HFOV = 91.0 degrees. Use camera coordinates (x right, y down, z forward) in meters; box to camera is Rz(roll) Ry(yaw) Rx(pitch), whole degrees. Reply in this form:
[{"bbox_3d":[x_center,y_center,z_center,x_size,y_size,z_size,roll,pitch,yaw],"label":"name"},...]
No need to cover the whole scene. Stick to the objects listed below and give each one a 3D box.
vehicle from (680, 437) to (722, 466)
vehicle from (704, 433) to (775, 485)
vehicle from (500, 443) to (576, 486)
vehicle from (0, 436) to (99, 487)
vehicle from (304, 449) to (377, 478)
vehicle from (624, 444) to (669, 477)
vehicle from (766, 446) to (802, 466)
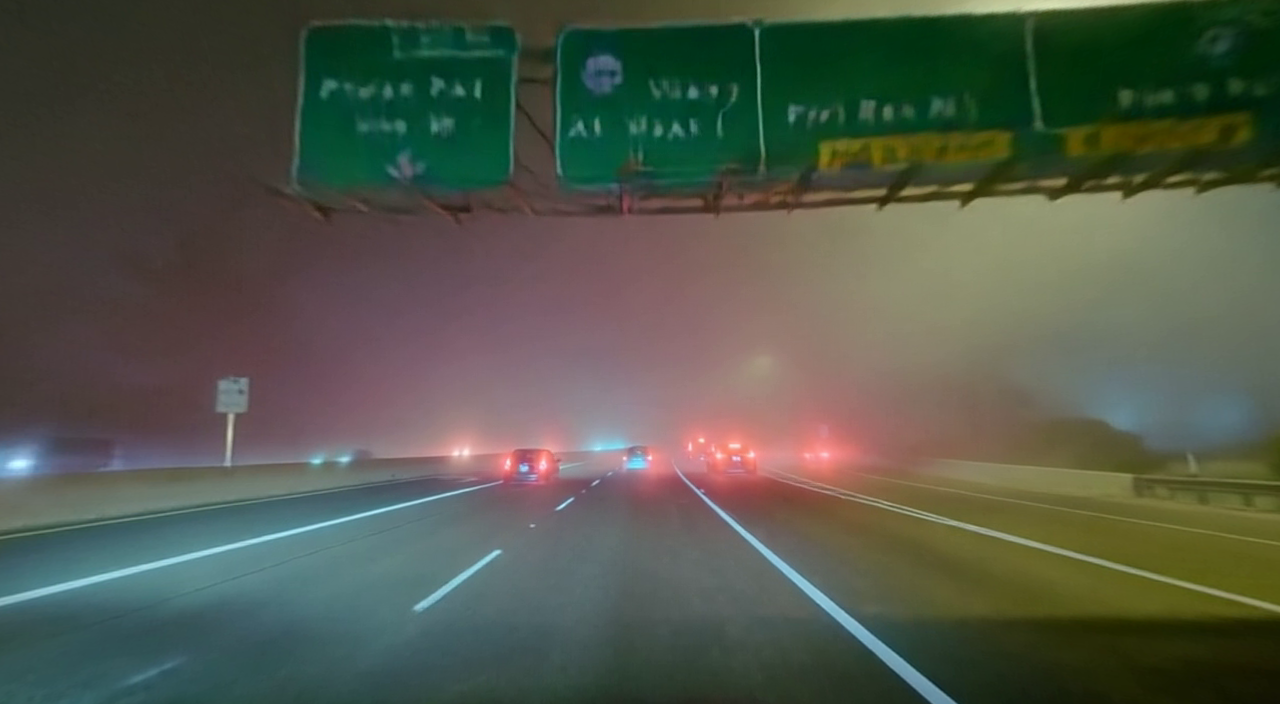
[{"bbox_3d":[4.671,7.864,49.727,2.802,2.151,6.579,0,-9,1],"label":"vehicle"},{"bbox_3d":[3.682,4.067,24.139,2.045,1.768,4.249,0,-9,0],"label":"vehicle"},{"bbox_3d":[-3.787,4.267,24.255,1.996,1.488,4.451,0,-9,3],"label":"vehicle"},{"bbox_3d":[-23.591,4.087,23.603,2.055,1.786,4.972,0,-9,2],"label":"vehicle"},{"bbox_3d":[-16.434,6.099,34.770,1.786,1.478,4.340,0,-9,2],"label":"vehicle"},{"bbox_3d":[0.333,5.273,30.699,2.071,1.478,4.130,0,-9,1],"label":"vehicle"},{"bbox_3d":[10.931,7.941,48.094,1.971,1.464,4.357,0,-9,3],"label":"vehicle"}]
